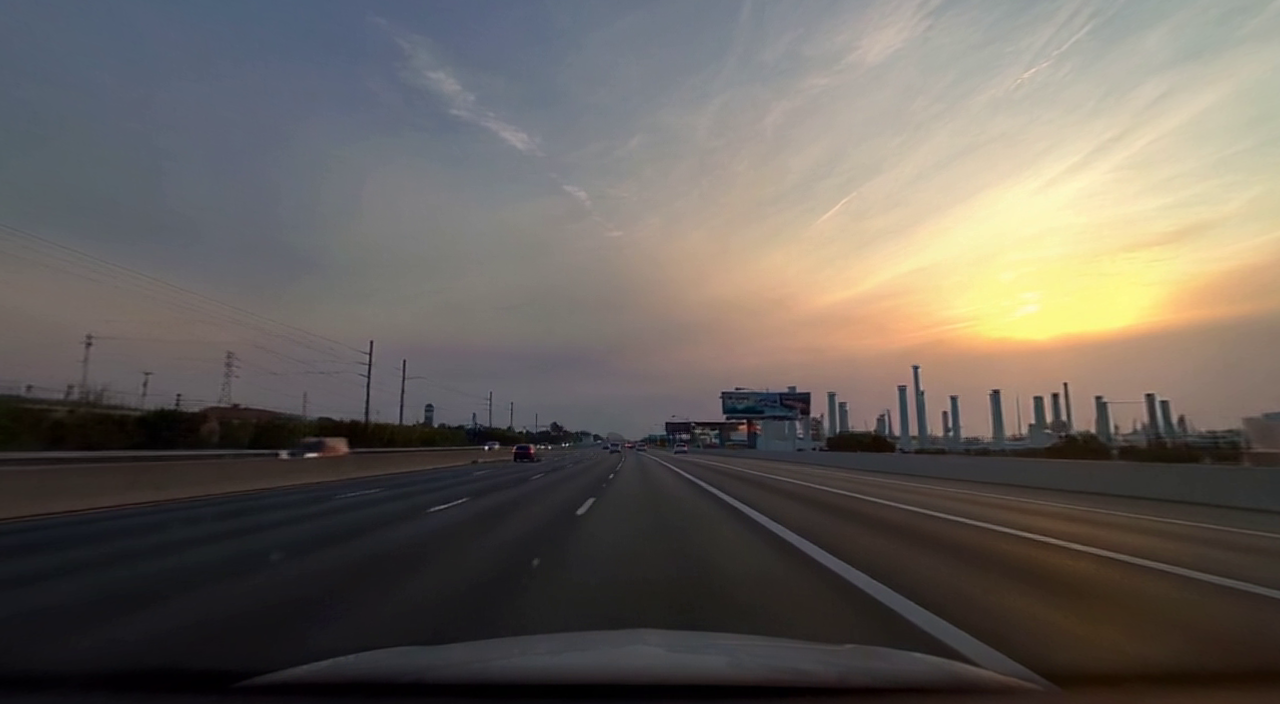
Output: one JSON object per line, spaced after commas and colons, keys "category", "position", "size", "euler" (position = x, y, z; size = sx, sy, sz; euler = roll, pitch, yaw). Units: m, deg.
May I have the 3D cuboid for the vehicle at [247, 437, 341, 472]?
{"category": "vehicle", "position": [-18.837, 5.600, 34.560], "size": [2.091, 1.748, 5.346], "euler": [0, -9, 1]}
